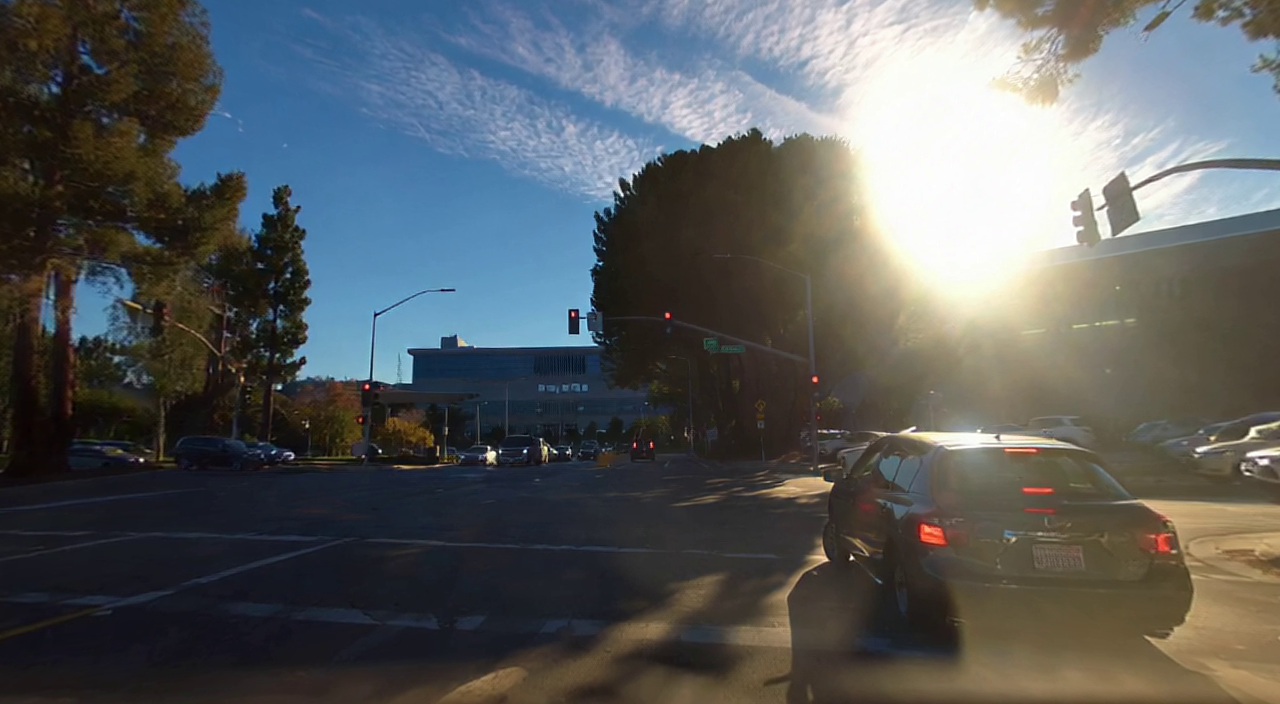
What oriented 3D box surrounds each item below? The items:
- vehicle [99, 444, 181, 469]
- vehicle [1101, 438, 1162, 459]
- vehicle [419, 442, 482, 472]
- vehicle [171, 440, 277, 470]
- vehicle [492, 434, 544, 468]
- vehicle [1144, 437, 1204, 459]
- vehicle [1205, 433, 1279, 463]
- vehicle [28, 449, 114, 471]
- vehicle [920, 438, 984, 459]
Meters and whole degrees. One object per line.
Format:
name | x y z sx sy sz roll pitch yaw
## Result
vehicle | -38.660 8.066 48.833 4.516 1.834 2.016 0 -8 -1
vehicle | 38.497 7.543 49.496 1.837 1.514 4.786 -2 -9 13
vehicle | -10.636 5.902 35.707 2.041 1.548 4.868 0 -8 0
vehicle | -24.548 6.071 37.320 4.844 1.690 2.028 0 -8 2
vehicle | -7.157 5.855 37.445 2.081 1.818 4.782 0 -8 1
vehicle | 41.253 7.449 48.771 1.767 1.456 4.191 -5 -12 15
vehicle | 30.445 4.792 31.635 1.631 1.418 3.531 -2 -9 17
vehicle | -39.150 7.454 43.425 4.144 1.446 1.769 0 -8 0
vehicle | 21.477 6.650 43.379 3.576 1.425 1.702 2 -9 -13
